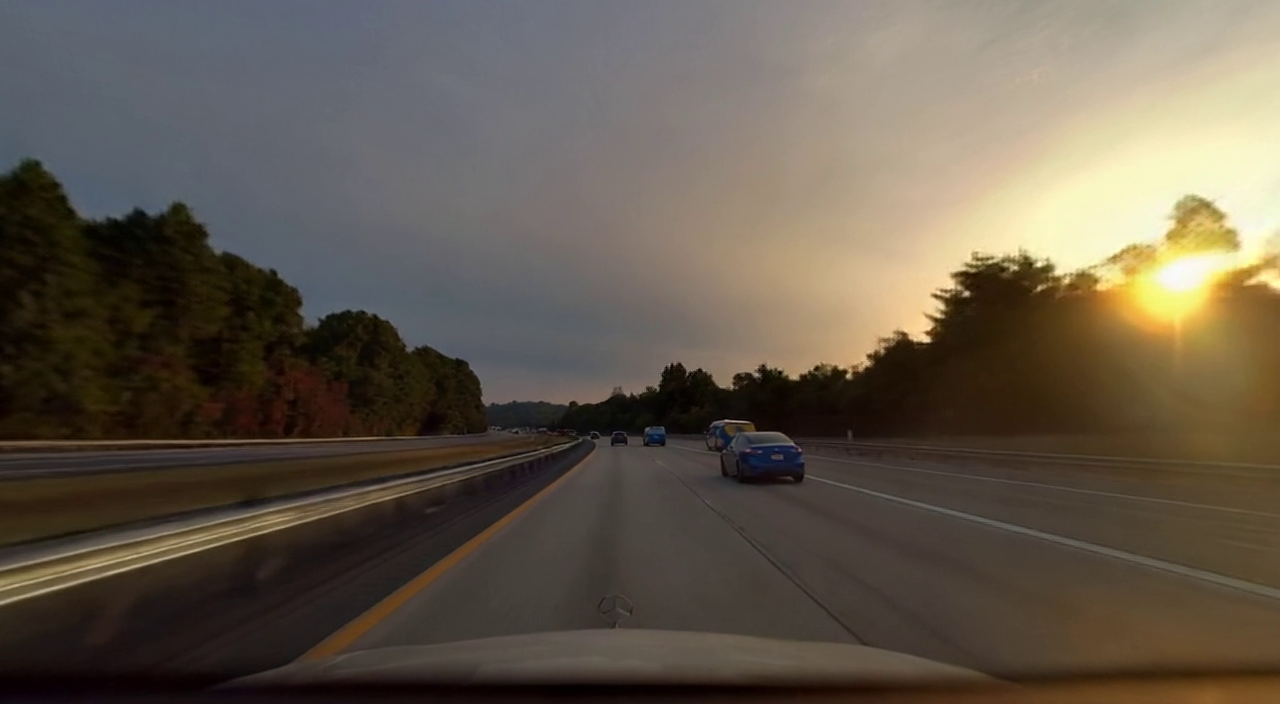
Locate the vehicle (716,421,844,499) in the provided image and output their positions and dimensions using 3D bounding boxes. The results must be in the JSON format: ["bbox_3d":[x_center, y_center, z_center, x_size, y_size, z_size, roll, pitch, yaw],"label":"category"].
[{"bbox_3d":[3.088,2.461,14.811,2.002,1.569,3.845,0,-8,-2],"label":"vehicle"}]
